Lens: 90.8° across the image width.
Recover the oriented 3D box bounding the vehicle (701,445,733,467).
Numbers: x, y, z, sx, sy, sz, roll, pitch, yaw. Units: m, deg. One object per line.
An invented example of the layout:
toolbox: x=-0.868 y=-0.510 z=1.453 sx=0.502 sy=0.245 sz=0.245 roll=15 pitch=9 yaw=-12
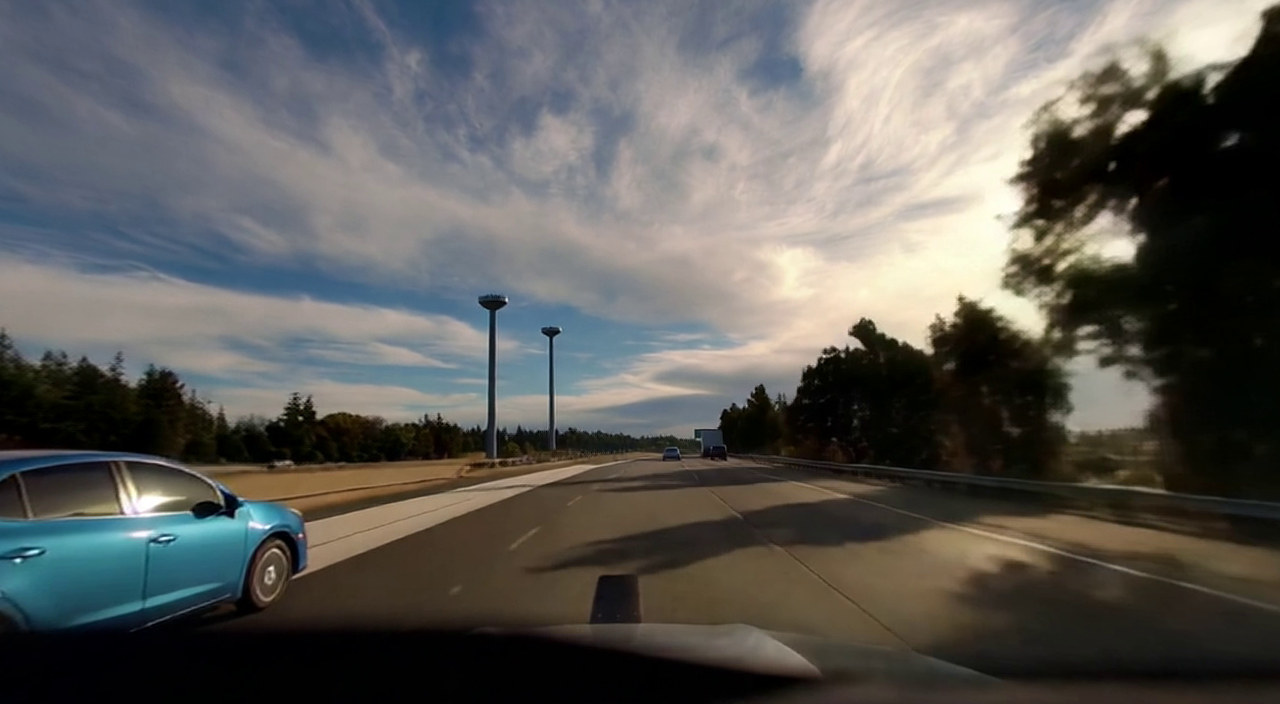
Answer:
vehicle: x=5.631 y=7.623 z=46.577 sx=2.030 sy=1.526 sz=4.165 roll=0 pitch=-8 yaw=3
